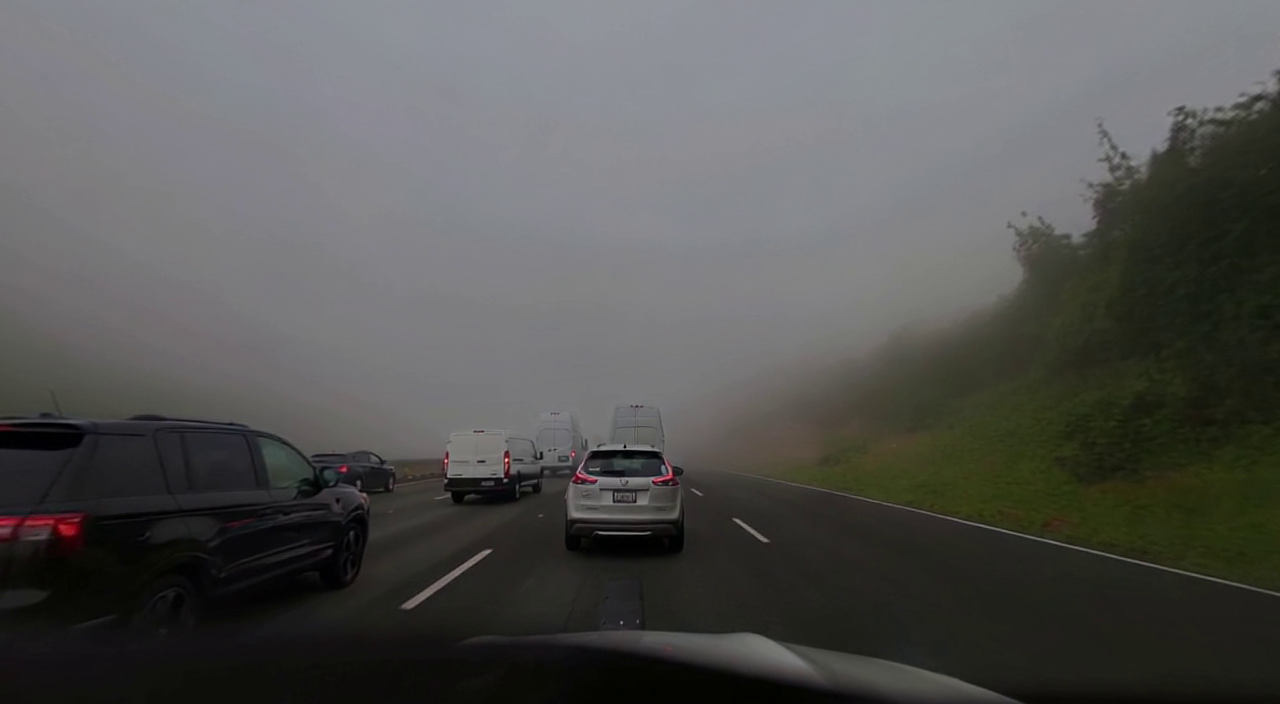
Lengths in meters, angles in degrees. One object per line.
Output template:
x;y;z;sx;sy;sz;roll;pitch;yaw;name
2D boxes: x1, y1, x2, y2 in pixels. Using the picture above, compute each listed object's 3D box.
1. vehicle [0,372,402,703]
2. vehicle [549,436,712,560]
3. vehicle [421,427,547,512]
-3.666;1.250;4.712;2.029;1.656;4.437;0;-9;0;vehicle
-0.125;2.065;9.514;1.995;1.495;3.380;0;-9;0;vehicle
-3.955;3.073;16.897;2.055;1.913;4.584;-1;-9;2;vehicle
